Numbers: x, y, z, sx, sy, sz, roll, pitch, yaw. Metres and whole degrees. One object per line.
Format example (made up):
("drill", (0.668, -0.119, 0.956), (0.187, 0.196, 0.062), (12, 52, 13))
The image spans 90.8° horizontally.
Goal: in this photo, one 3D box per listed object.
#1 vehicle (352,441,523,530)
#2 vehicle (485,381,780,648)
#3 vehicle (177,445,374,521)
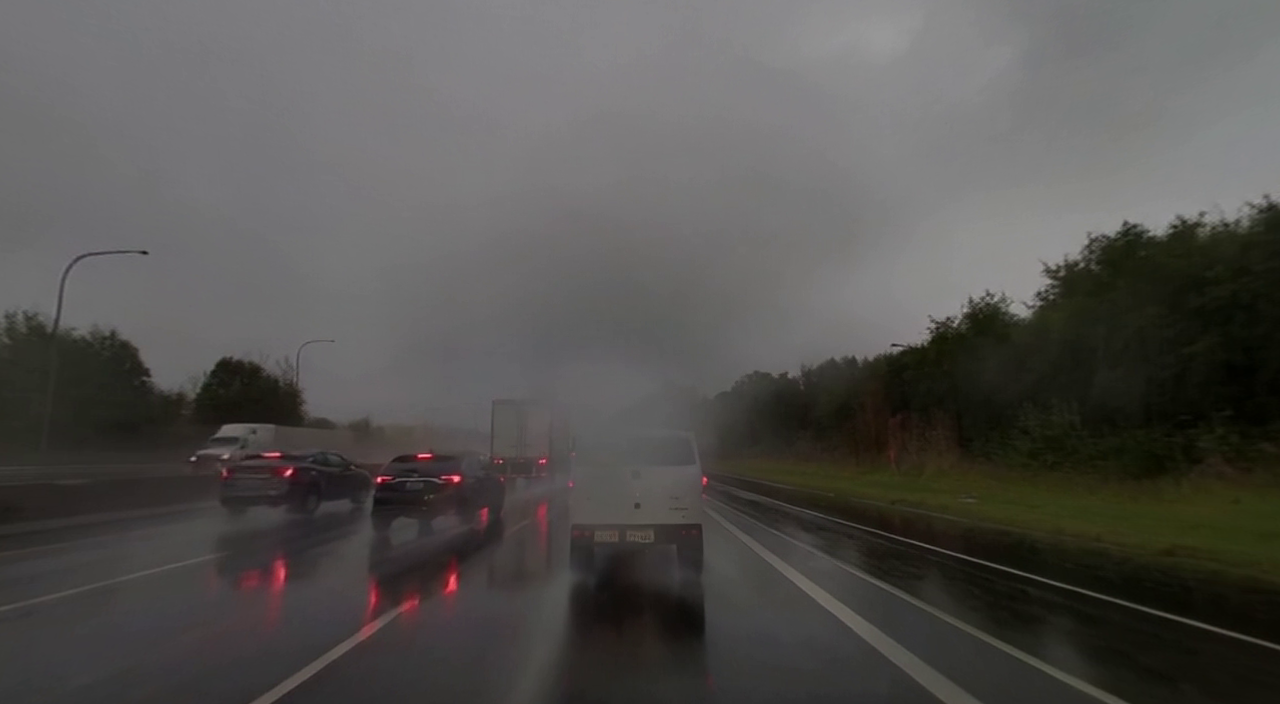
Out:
("vehicle", (-3.898, 2.637, 13.098), (1.986, 1.501, 4.407), (-1, -9, 1))
("vehicle", (-0.091, 1.360, 6.072), (1.995, 1.798, 3.380), (0, -9, -1))
("vehicle", (-8.179, 2.942, 14.787), (1.874, 1.470, 4.576), (0, -9, 0))
